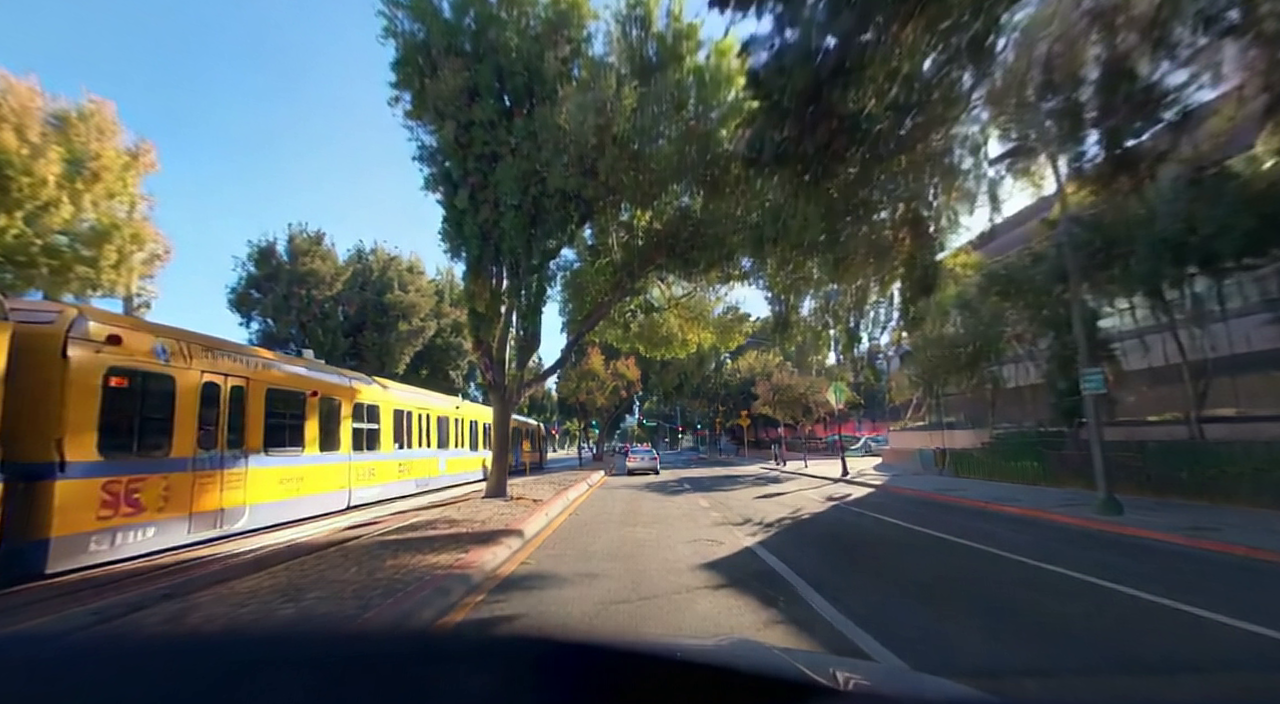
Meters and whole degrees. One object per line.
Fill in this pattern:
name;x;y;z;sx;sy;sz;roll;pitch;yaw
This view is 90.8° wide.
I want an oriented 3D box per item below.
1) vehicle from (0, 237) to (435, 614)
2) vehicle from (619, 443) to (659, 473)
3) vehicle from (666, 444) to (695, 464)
vehicle;-7.793;1.501;12.671;2.897;3.700;13.528;0;-7;0
vehicle;-0.072;5.558;33.440;2.002;1.471;4.337;0;-8;0
vehicle;3.116;7.915;49.109;1.944;1.447;4.392;0;-8;0
